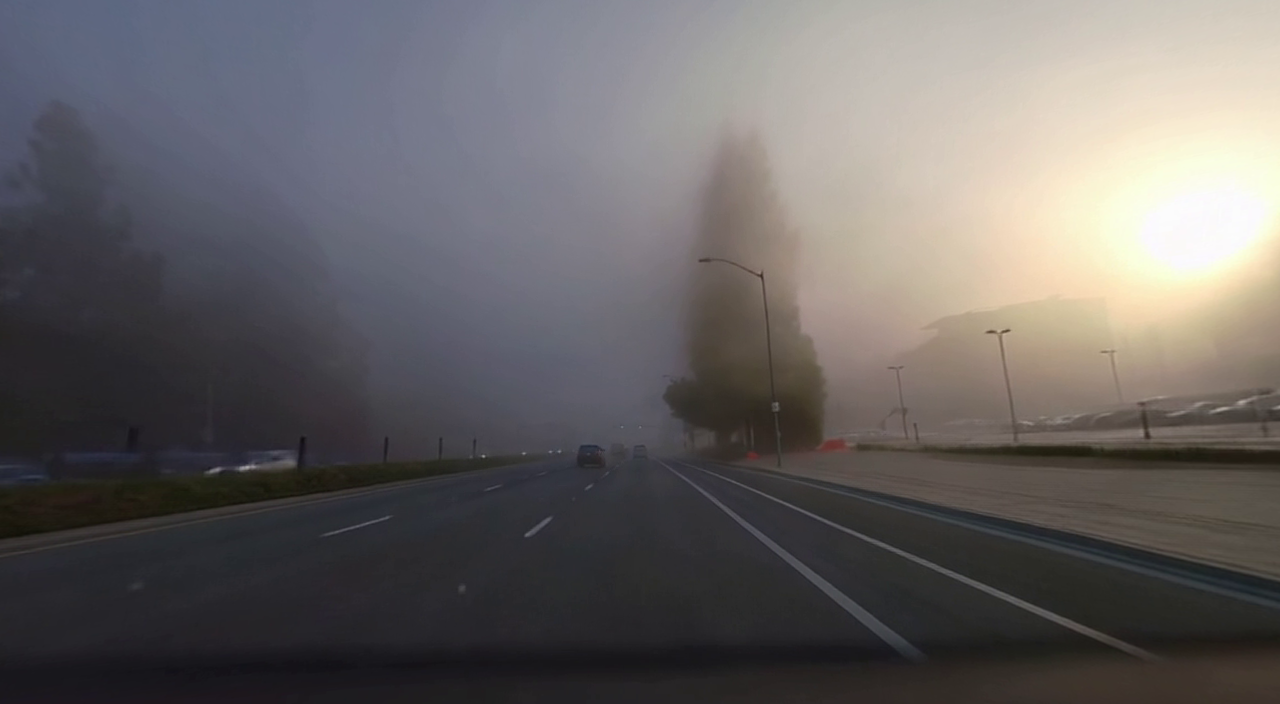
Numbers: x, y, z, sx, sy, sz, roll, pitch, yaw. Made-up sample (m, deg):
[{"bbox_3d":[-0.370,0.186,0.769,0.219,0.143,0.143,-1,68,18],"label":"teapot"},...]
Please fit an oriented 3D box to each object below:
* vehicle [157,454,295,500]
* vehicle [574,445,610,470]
[{"bbox_3d":[-15.252,4.598,23.675,1.882,1.472,4.796,0,-8,1],"label":"vehicle"},{"bbox_3d":[-3.327,7.356,44.434,2.121,1.654,3.993,0,-8,1],"label":"vehicle"}]
